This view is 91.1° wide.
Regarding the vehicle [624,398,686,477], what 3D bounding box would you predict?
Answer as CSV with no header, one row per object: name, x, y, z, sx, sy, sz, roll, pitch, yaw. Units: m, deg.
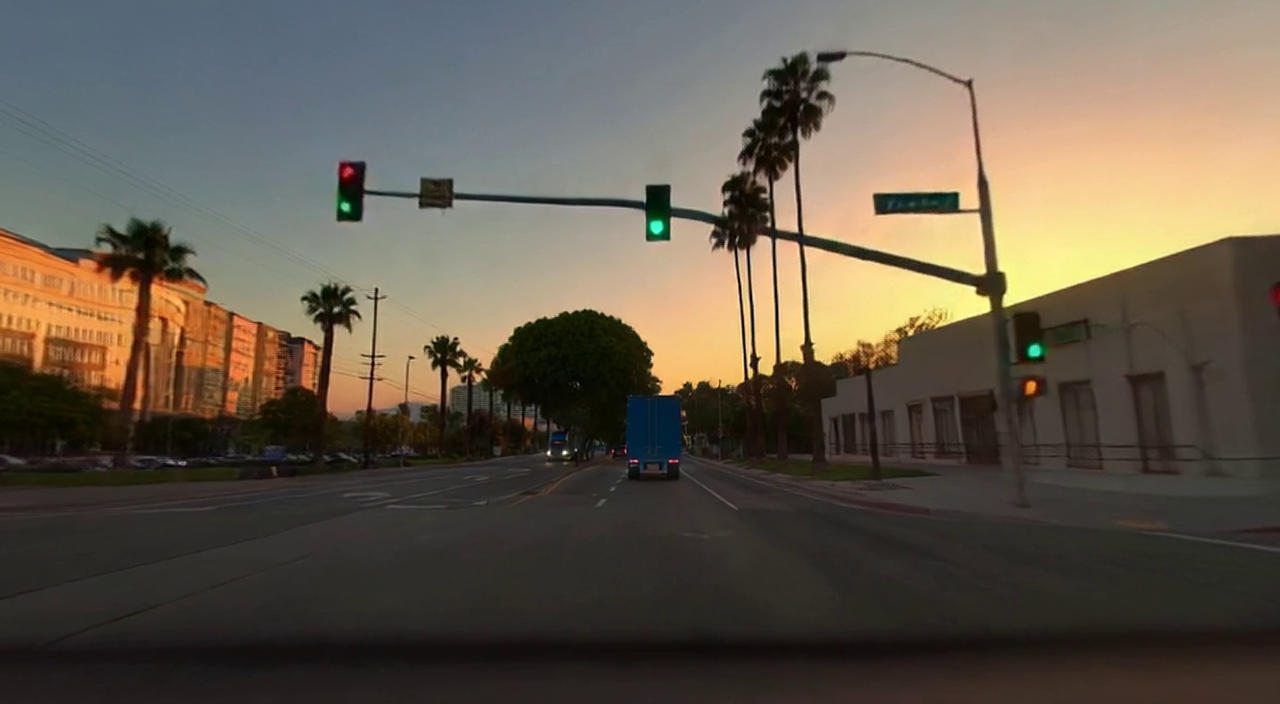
vehicle,0.613,5.214,37.703,2.992,3.949,11.815,0,-9,-2

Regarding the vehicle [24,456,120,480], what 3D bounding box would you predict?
vehicle,-36.358,7.430,40.249,4.392,1.472,1.854,0,-9,2
